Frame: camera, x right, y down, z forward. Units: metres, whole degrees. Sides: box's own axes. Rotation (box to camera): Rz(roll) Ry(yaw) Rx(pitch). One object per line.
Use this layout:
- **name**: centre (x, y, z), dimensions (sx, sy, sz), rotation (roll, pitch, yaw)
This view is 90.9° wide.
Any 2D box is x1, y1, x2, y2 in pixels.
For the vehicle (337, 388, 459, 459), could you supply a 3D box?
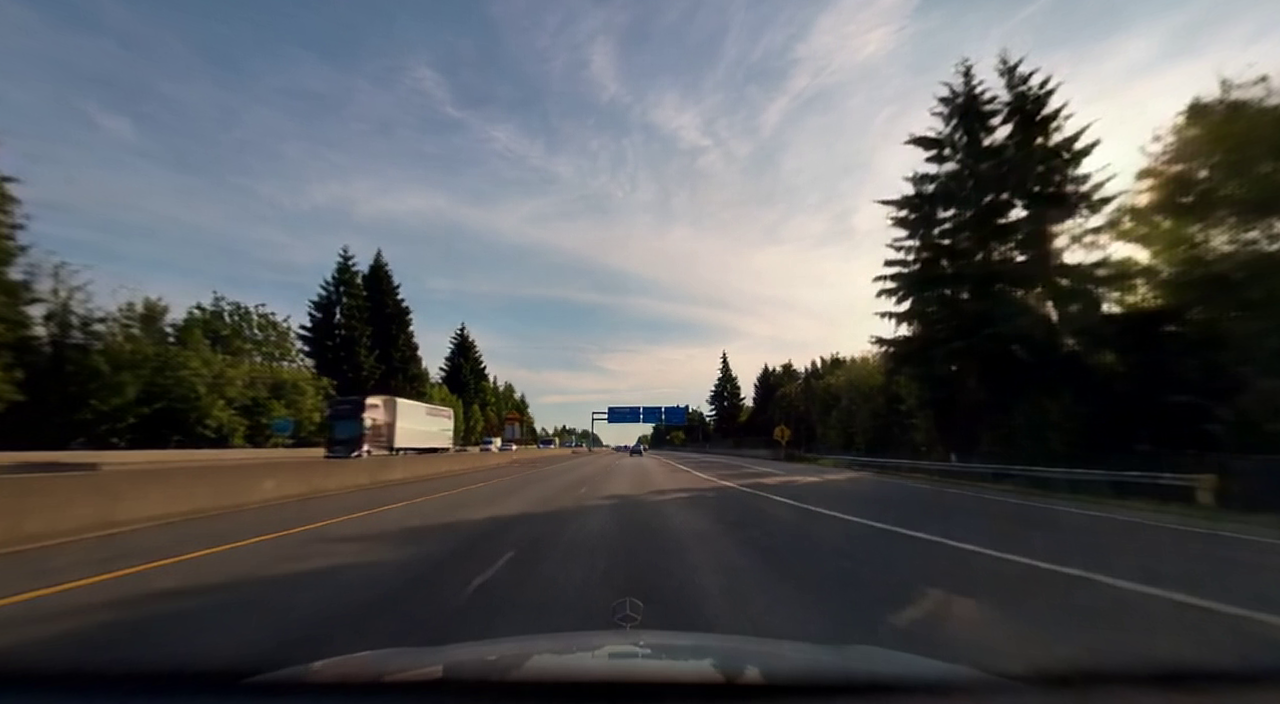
- **vehicle**: centre (-16.415, 5.455, 44.740), dimensions (2.743, 4.034, 16.022), rotation (-2, -9, -1)
